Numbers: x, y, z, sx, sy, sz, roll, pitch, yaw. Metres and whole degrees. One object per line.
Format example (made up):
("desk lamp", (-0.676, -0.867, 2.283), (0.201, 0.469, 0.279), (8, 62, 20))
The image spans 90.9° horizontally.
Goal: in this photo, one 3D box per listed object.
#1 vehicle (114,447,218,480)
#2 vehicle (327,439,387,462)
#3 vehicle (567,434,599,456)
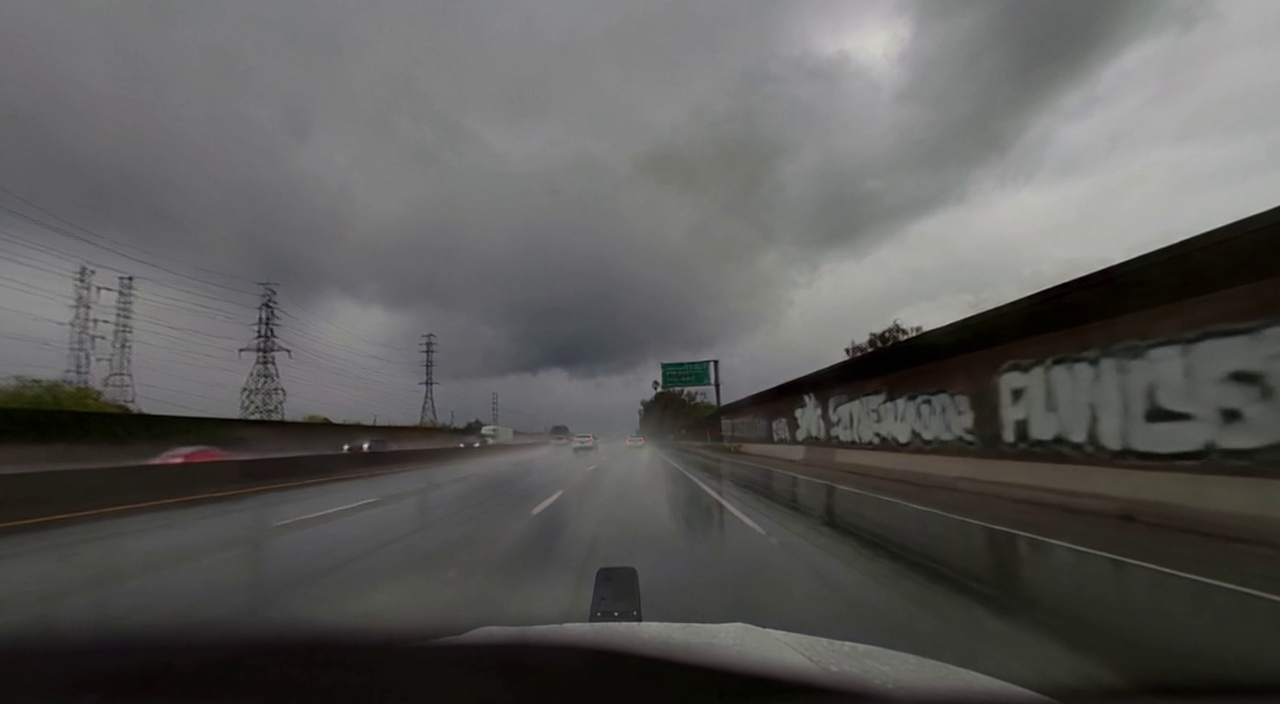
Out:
("vehicle", (-23.126, 5.424, 30.988), (1.765, 1.443, 4.311), (0, -8, 0))
("vehicle", (-19.248, 6.694, 43.097), (2.104, 1.480, 4.366), (0, -8, 0))
("vehicle", (-4.354, 7.152, 48.635), (2.118, 1.640, 4.031), (0, -8, 0))
